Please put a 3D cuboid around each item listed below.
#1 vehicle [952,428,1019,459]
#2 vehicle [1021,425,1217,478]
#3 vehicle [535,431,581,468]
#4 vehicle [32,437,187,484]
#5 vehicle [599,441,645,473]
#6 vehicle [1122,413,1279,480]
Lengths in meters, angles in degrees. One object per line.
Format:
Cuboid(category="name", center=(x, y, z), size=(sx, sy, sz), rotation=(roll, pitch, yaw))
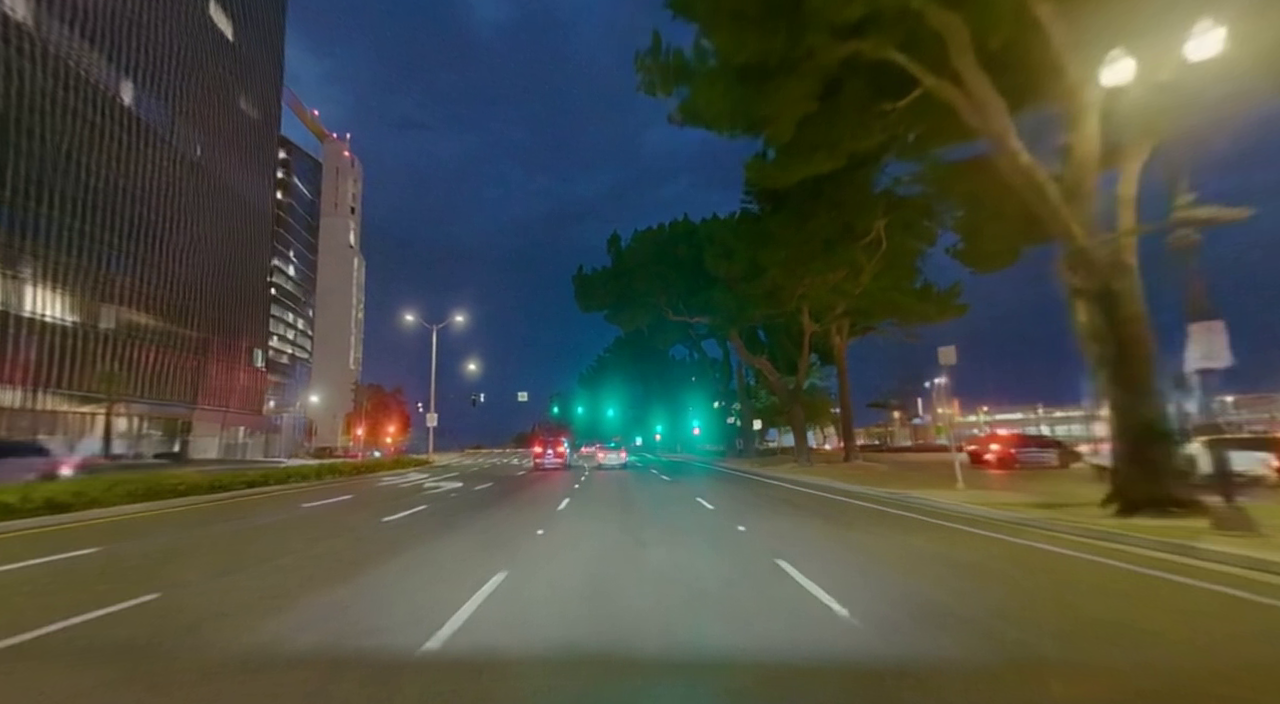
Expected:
Cuboid(category="vehicle", center=(20.424, 5.399, 37.592), size=(1.841, 1.555, 4.431), rotation=(-4, -6, 6))
Cuboid(category="vehicle", center=(14.133, 2.953, 18.789), size=(4.646, 1.438, 1.566), rotation=(1, -8, -4))
Cuboid(category="vehicle", center=(-4.272, 5.142, 33.541), size=(2.001, 1.784, 4.483), rotation=(0, -8, -2))
Cuboid(category="vehicle", center=(-22.179, 4.536, 26.826), size=(1.882, 1.745, 5.627), rotation=(0, -8, -3))
Cuboid(category="vehicle", center=(-0.904, 4.942, 30.022), size=(2.050, 1.385, 4.096), rotation=(0, -8, -3))
Cuboid(category="vehicle", center=(13.890, 2.137, 14.352), size=(4.373, 1.437, 1.630), rotation=(-1, -8, 3))
